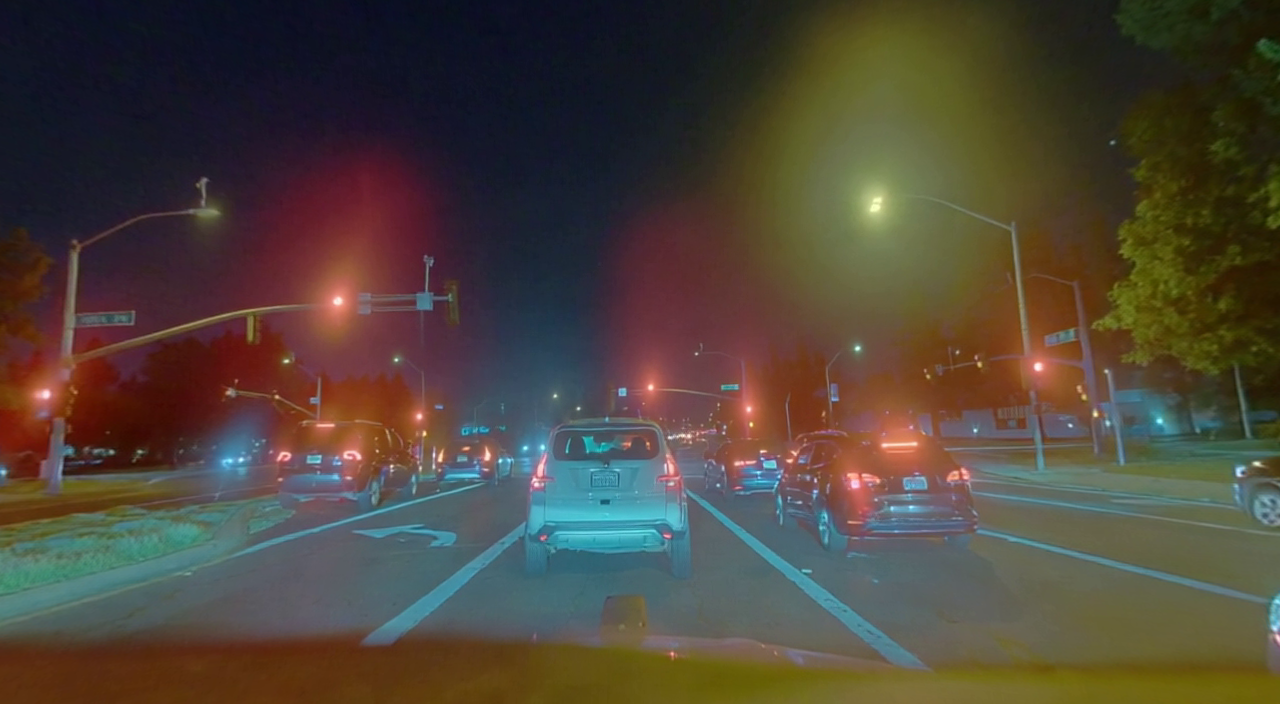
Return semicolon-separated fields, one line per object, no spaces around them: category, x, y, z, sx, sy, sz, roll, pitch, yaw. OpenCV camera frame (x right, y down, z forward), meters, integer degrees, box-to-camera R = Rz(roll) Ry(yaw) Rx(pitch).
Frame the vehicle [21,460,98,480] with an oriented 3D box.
vehicle;-45.665;9.258;49.433;4.232;1.498;1.791;0;-8;1

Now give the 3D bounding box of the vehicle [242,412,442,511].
vehicle;-6.719;2.549;15.021;2.214;1.953;5.017;0;-8;1

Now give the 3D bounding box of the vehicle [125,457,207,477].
vehicle;-37.308;9.031;49.504;4.914;1.487;1.850;0;-8;0

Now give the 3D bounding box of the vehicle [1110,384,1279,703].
vehicle;3.308;0.669;0.846;1.980;1.515;4.362;0;-8;1

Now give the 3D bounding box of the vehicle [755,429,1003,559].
vehicle;3.160;1.970;9.501;1.971;1.473;4.495;0;-8;0

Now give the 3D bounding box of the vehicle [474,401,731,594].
vehicle;-0.318;1.585;7.649;2.256;1.694;4.055;0;-8;0
